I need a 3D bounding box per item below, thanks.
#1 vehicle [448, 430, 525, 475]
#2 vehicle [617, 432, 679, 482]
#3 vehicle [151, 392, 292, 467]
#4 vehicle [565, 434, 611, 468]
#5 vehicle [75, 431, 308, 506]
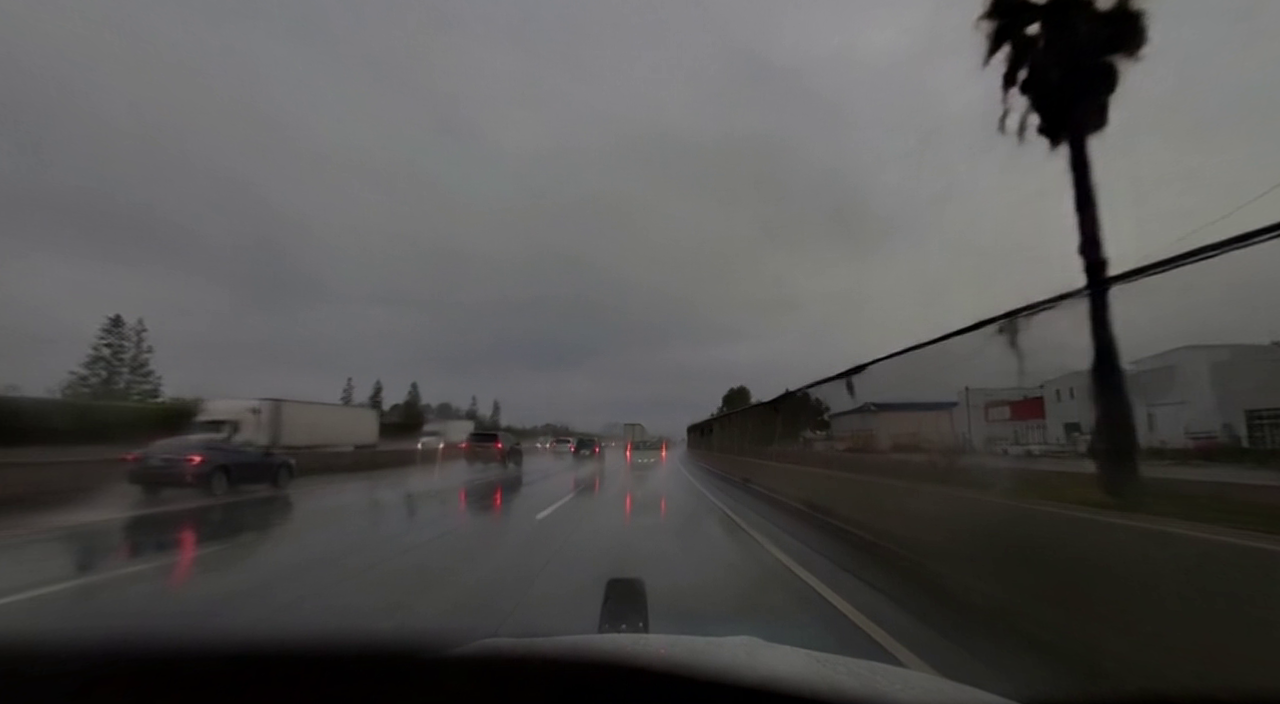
[{"bbox_3d":[-6.629,4.415,27.855,2.105,1.790,4.689,0,-8,2],"label":"vehicle"},{"bbox_3d":[0.308,3.932,23.863,2.136,1.678,4.052,0,-8,1],"label":"vehicle"},{"bbox_3d":[-23.688,4.548,36.322,3.071,3.895,6.904,0,-8,2],"label":"vehicle"},{"bbox_3d":[-2.946,5.748,36.715,2.108,1.832,4.549,0,-8,2],"label":"vehicle"},{"bbox_3d":[-10.482,2.747,15.407,1.910,1.501,5.004,0,-8,2],"label":"vehicle"}]
